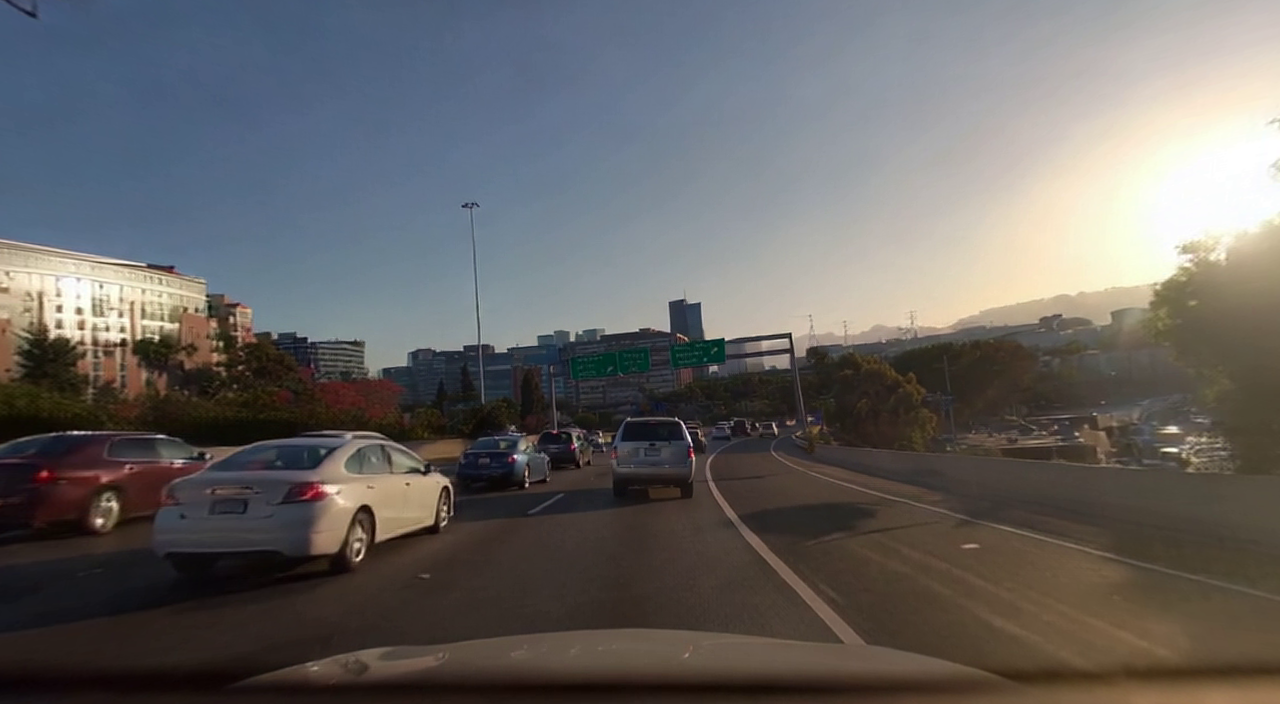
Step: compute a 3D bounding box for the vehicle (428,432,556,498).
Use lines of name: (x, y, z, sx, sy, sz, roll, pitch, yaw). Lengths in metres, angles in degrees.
vehicle: (-3.645, 2.879, 16.467, 2.087, 1.481, 4.225, 0, -9, 4)

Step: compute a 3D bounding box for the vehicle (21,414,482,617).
vehicle: (-3.568, 1.601, 7.298, 1.998, 1.494, 5.020, 0, -9, 2)

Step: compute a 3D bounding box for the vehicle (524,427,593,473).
vehicle: (-3.257, 4.037, 26.093, 1.953, 1.729, 4.377, -1, -9, 4)

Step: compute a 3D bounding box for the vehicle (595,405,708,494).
vehicle: (0.382, 2.730, 17.759, 2.616, 2.063, 5.933, 0, -9, 2)
